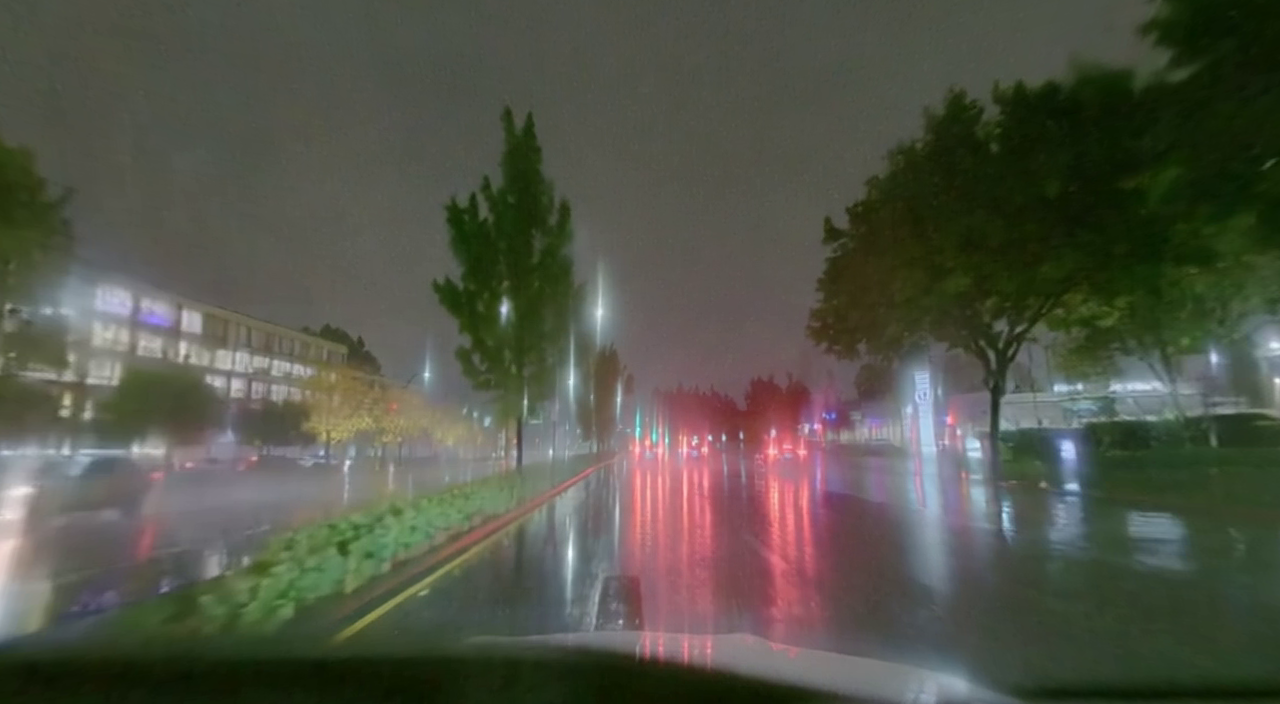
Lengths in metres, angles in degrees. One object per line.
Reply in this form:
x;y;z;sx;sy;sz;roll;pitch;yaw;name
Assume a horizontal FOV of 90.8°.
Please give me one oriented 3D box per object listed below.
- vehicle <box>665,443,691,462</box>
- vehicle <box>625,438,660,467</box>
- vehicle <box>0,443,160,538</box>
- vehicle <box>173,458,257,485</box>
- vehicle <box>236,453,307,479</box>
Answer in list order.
2.939;7.834;49.427;1.685;1.441;3.795;0;-8;-1;vehicle
0.131;6.315;39.863;2.100;1.683;4.231;0;-8;0;vehicle
-13.045;2.862;13.533;1.953;1.778;4.482;-1;-8;0;vehicle
-26.298;7.371;39.329;1.815;1.470;4.581;-1;-8;4;vehicle
-25.755;7.978;44.399;2.051;1.644;4.674;-1;-8;1;vehicle
